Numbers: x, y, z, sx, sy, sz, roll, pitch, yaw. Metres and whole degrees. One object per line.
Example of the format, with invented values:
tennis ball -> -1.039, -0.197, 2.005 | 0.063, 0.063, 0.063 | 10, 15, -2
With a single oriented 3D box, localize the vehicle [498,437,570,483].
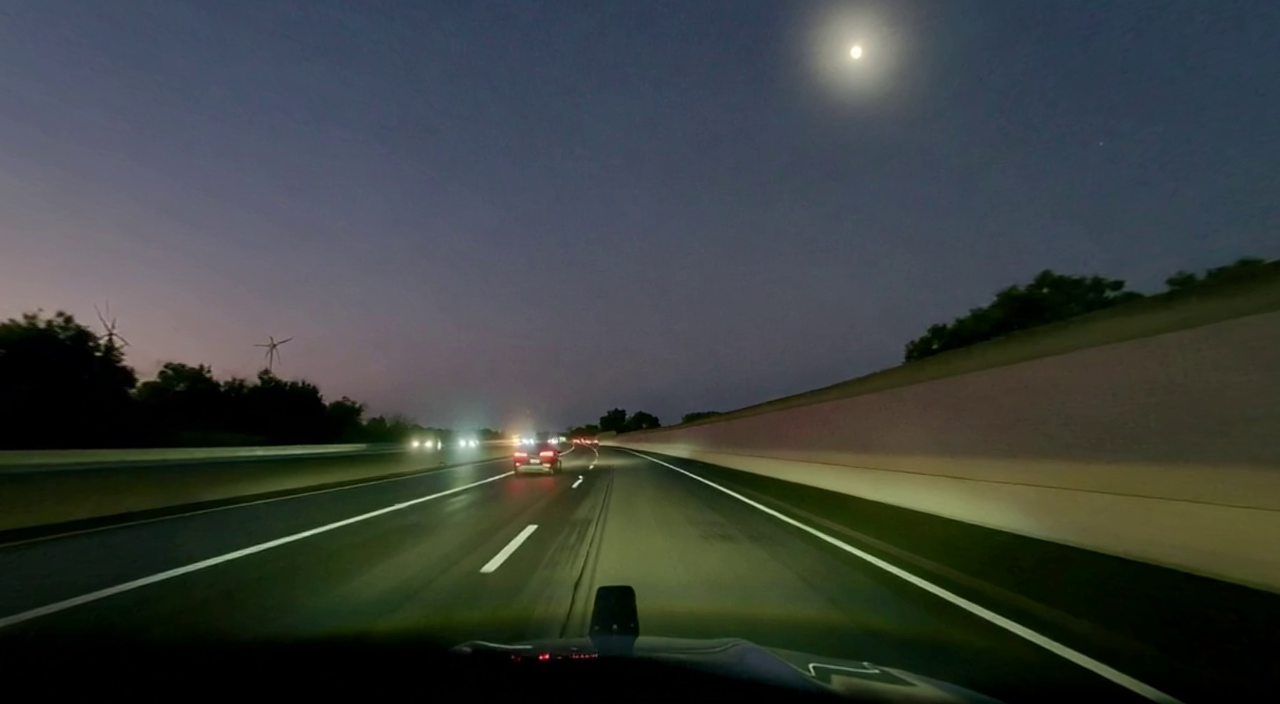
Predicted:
vehicle -> -3.840, 3.974, 23.514 | 2.053, 1.549, 4.097 | 0, -8, -1
